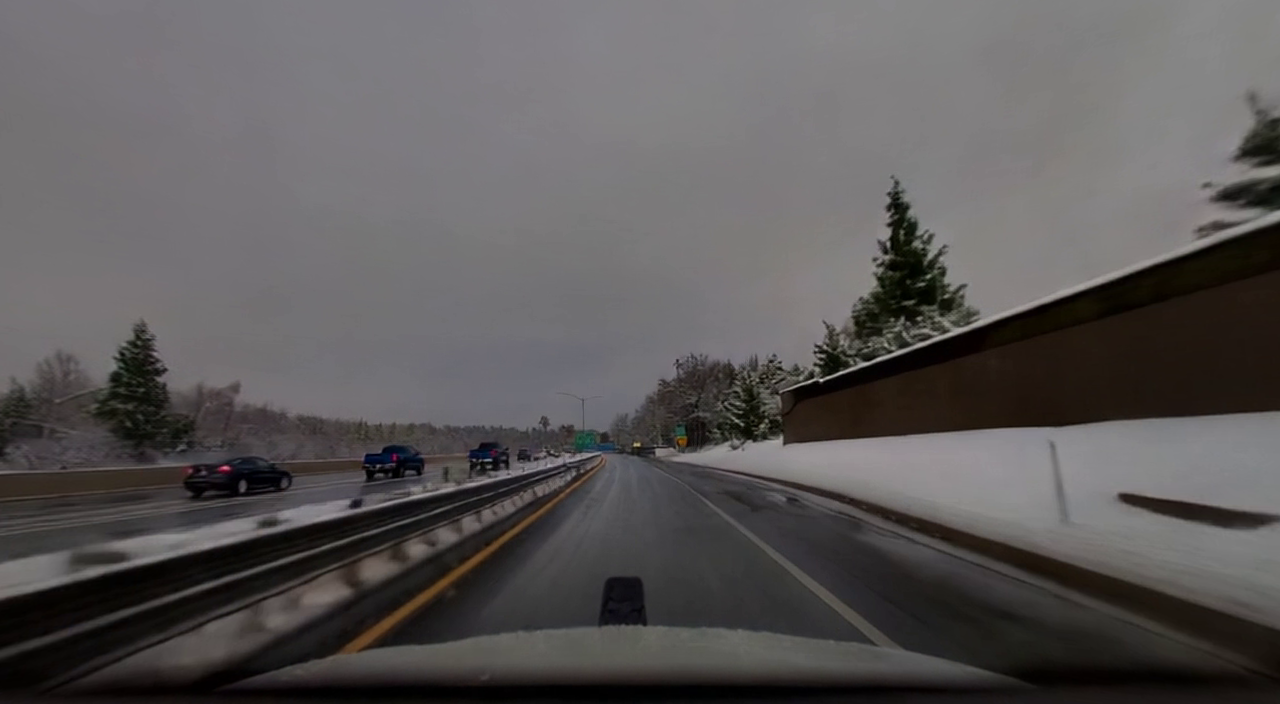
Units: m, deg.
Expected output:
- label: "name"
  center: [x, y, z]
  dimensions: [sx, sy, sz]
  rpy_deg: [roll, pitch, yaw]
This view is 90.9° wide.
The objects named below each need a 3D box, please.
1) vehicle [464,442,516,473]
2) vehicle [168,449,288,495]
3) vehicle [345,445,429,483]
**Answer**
- label: "vehicle"
  center: [-10.536, 7.451, 44.765]
  dimensions: [2.342, 1.999, 5.594]
  rpy_deg: [0, -9, 0]
- label: "vehicle"
  center: [-18.041, 5.242, 27.980]
  dimensions: [2.078, 1.802, 4.723]
  rpy_deg: [0, -9, 0]
- label: "vehicle"
  center: [-13.990, 6.210, 35.405]
  dimensions: [2.272, 1.882, 5.941]
  rpy_deg: [0, -9, 0]
